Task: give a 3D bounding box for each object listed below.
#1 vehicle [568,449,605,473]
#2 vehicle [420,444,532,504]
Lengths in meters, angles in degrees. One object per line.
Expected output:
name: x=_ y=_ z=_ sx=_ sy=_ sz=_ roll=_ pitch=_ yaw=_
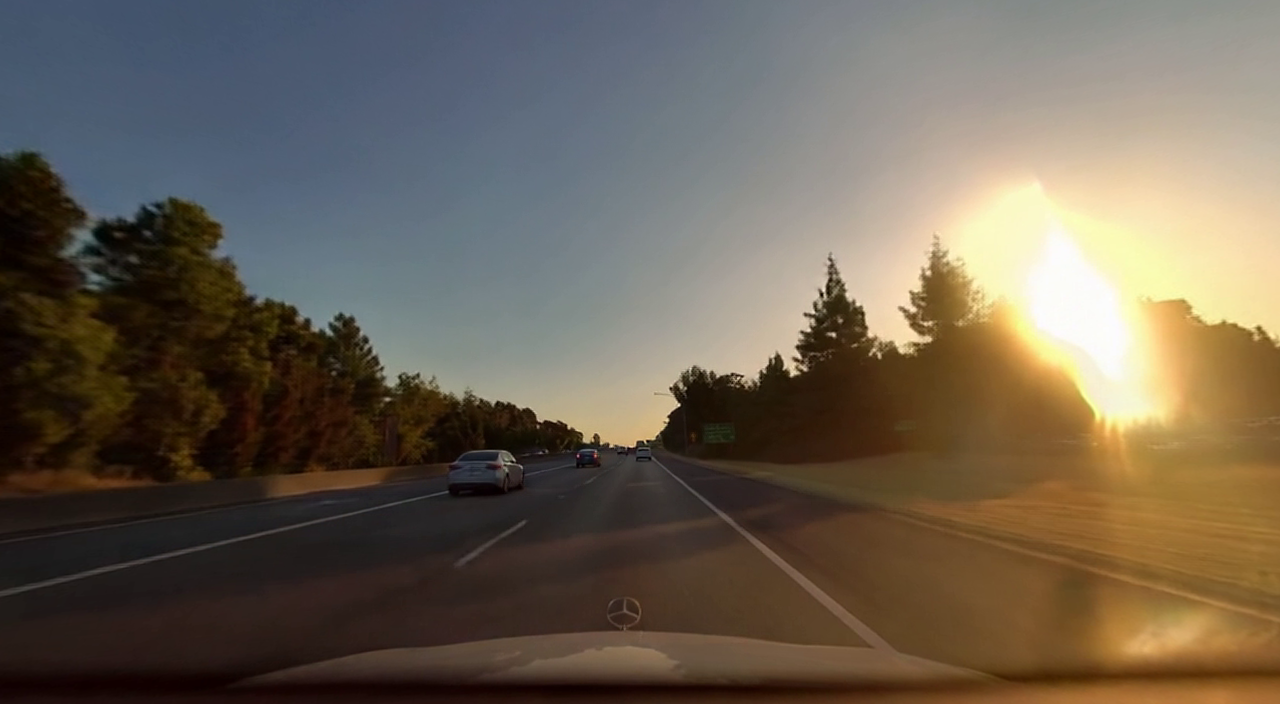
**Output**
vehicle: x=-3.403 y=7.012 z=40.743 sx=2.005 sy=1.474 sz=3.921 roll=0 pitch=-9 yaw=1
vehicle: x=-4.571 y=3.472 z=18.385 sx=1.975 sy=1.501 sz=4.603 roll=0 pitch=-9 yaw=1
